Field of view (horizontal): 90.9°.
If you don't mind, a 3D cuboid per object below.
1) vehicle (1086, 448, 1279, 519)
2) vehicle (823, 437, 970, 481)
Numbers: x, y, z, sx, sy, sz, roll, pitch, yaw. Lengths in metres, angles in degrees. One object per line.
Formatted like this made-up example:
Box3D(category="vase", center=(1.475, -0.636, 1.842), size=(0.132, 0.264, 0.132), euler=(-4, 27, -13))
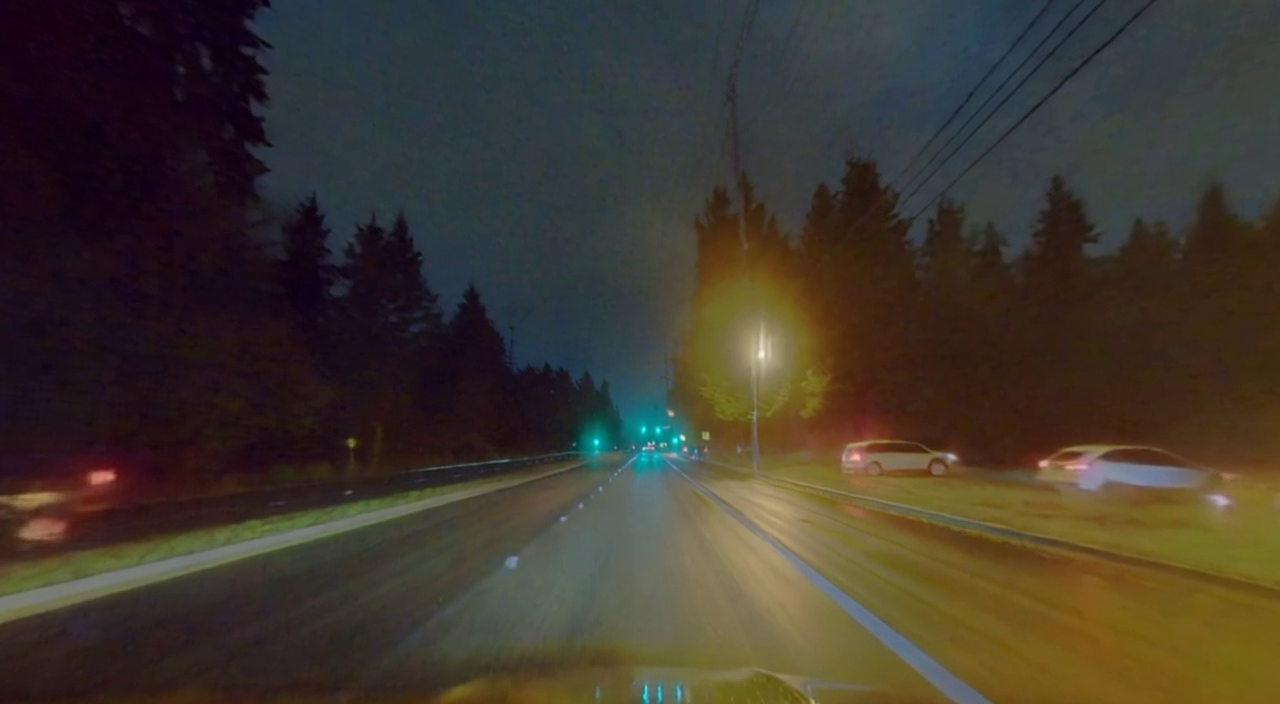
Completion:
Box3D(category="vehicle", center=(12.943, 2.875, 14.082), size=(4.438, 1.444, 1.900), euler=(0, -8, 1))
Box3D(category="vehicle", center=(10.556, 4.438, 26.241), size=(5.118, 1.701, 2.175), euler=(0, -9, -2))
